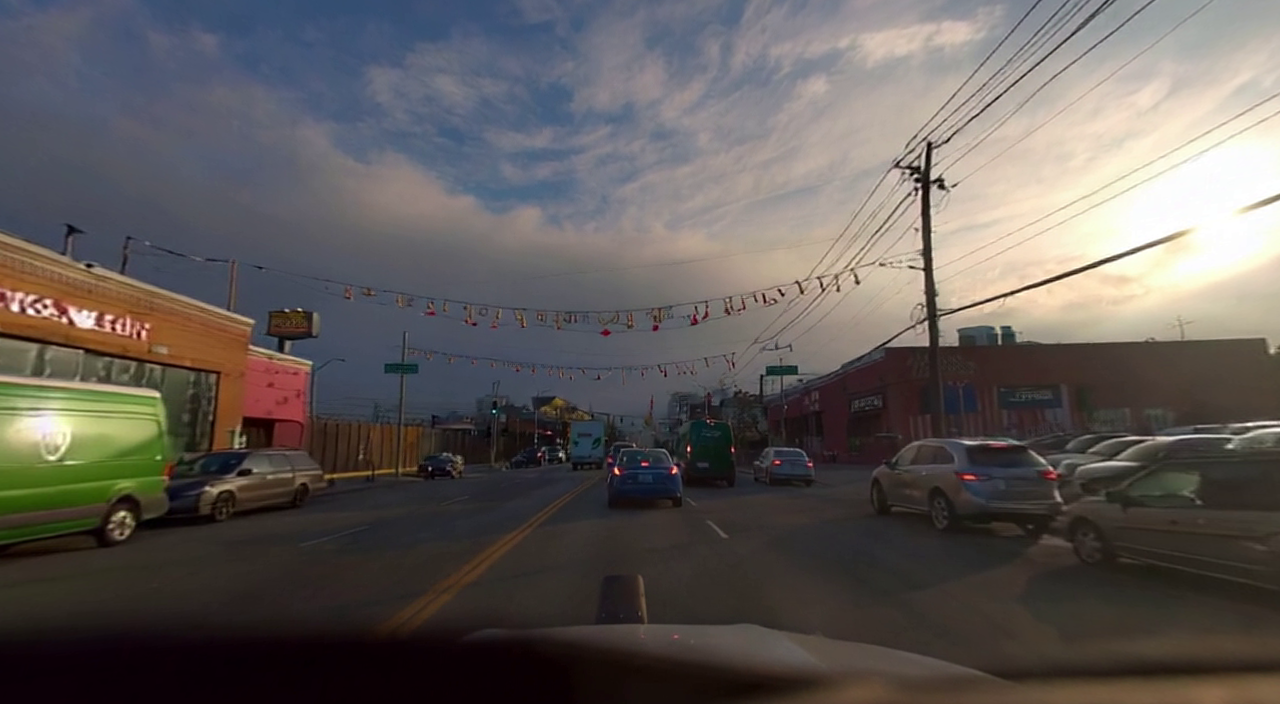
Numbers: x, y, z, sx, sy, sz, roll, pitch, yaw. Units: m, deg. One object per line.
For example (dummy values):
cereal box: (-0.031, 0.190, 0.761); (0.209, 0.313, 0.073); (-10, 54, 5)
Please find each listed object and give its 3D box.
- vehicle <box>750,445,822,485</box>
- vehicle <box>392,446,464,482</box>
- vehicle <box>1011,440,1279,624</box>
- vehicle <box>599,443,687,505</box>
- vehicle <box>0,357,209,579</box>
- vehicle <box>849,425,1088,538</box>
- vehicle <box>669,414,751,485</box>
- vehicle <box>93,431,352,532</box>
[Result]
vehicle: (5.891, 4.616, 25.990); (1.824, 1.481, 4.057); (0, -9, -3)
vehicle: (-9.867, 5.265, 29.752); (1.962, 1.529, 4.109); (2, -10, -1)
vehicle: (6.120, 1.662, 6.393); (1.876, 1.471, 4.657); (0, -9, 0)
vehicle: (0.011, 3.299, 17.472); (2.112, 1.464, 4.411); (0, -9, -2)
vehicle: (-9.326, 1.569, 8.598); (2.724, 2.739, 5.663); (0, -9, 1)
vehicle: (6.068, 2.472, 12.624); (2.079, 1.788, 4.974); (0, -9, 0)
vehicle: (2.700, 4.045, 26.143); (2.649, 2.583, 5.800); (0, -9, -1)
vehicle: (-9.439, 2.984, 15.224); (2.385, 1.915, 5.803); (0, -9, -1)
